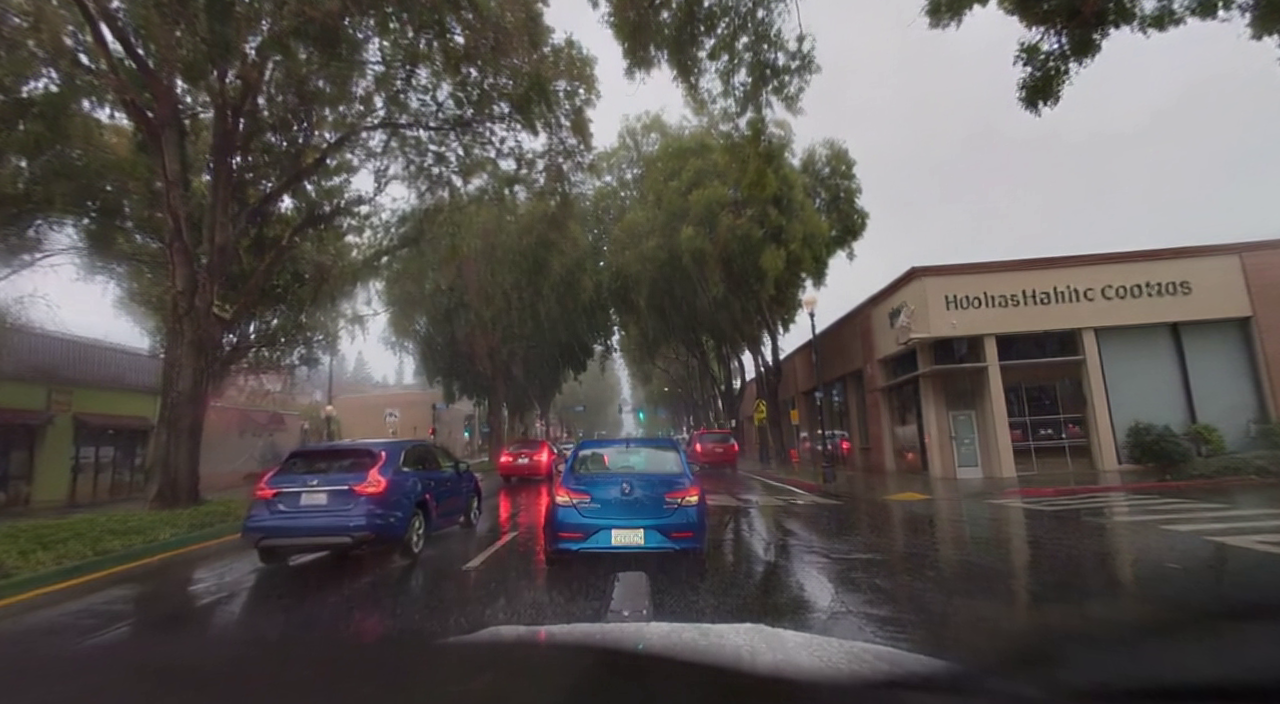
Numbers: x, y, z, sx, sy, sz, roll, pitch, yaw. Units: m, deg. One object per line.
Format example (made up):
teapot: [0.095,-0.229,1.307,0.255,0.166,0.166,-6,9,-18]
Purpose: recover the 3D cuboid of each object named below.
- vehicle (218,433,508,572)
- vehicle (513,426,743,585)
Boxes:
vehicle: [-3.408,1.928,8.937,2.029,1.456,4.414,0,-9,1]
vehicle: [-0.121,1.755,8.029,2.160,1.482,4.037,0,-9,0]
